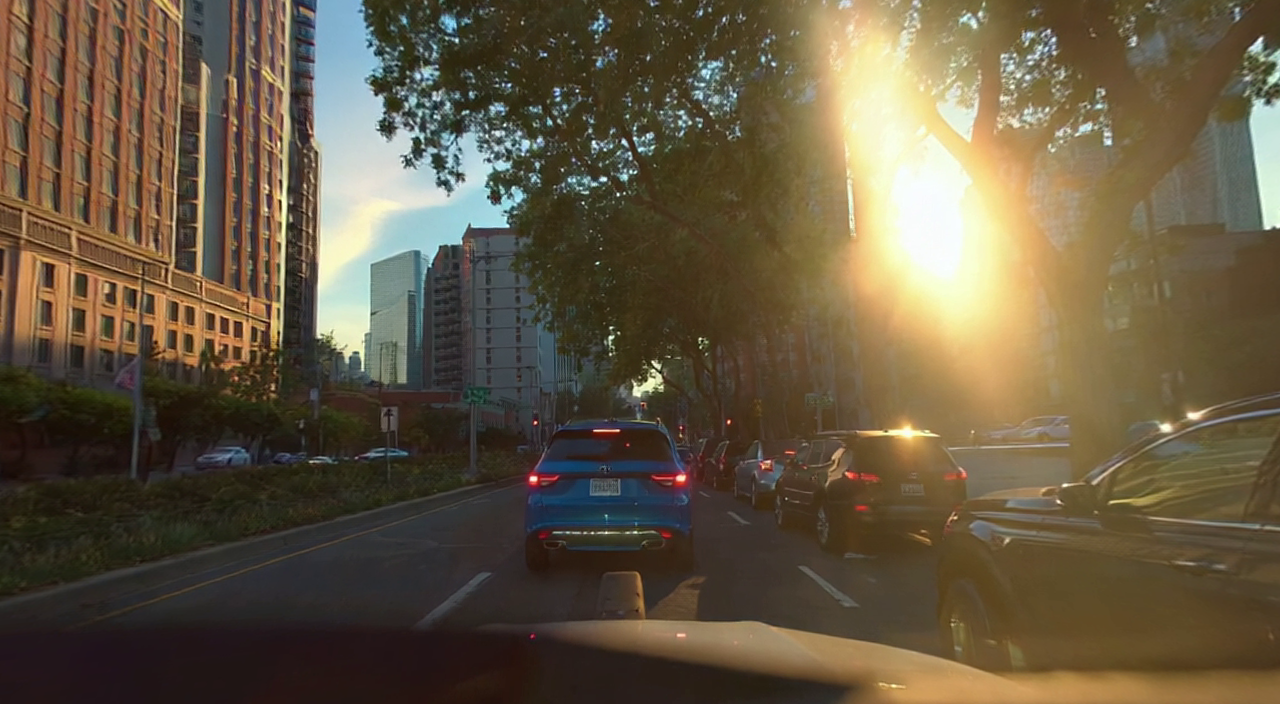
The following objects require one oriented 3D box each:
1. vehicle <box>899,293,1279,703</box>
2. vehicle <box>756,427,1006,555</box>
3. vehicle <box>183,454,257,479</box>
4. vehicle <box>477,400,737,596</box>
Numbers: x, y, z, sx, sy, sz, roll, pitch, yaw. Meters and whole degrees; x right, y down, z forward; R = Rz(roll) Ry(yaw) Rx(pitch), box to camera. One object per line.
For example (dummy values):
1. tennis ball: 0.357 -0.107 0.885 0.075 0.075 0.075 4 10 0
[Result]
1. vehicle: 2.993 0.752 2.249 2.063 1.760 4.664 0 -9 -1
2. vehicle: 3.275 1.987 9.817 1.941 1.482 4.632 0 -9 -1
3. vehicle: -27.707 7.541 41.873 1.967 1.428 4.832 0 -9 -5
4. vehicle: -0.341 1.580 7.621 2.249 1.684 4.084 0 -9 -2
